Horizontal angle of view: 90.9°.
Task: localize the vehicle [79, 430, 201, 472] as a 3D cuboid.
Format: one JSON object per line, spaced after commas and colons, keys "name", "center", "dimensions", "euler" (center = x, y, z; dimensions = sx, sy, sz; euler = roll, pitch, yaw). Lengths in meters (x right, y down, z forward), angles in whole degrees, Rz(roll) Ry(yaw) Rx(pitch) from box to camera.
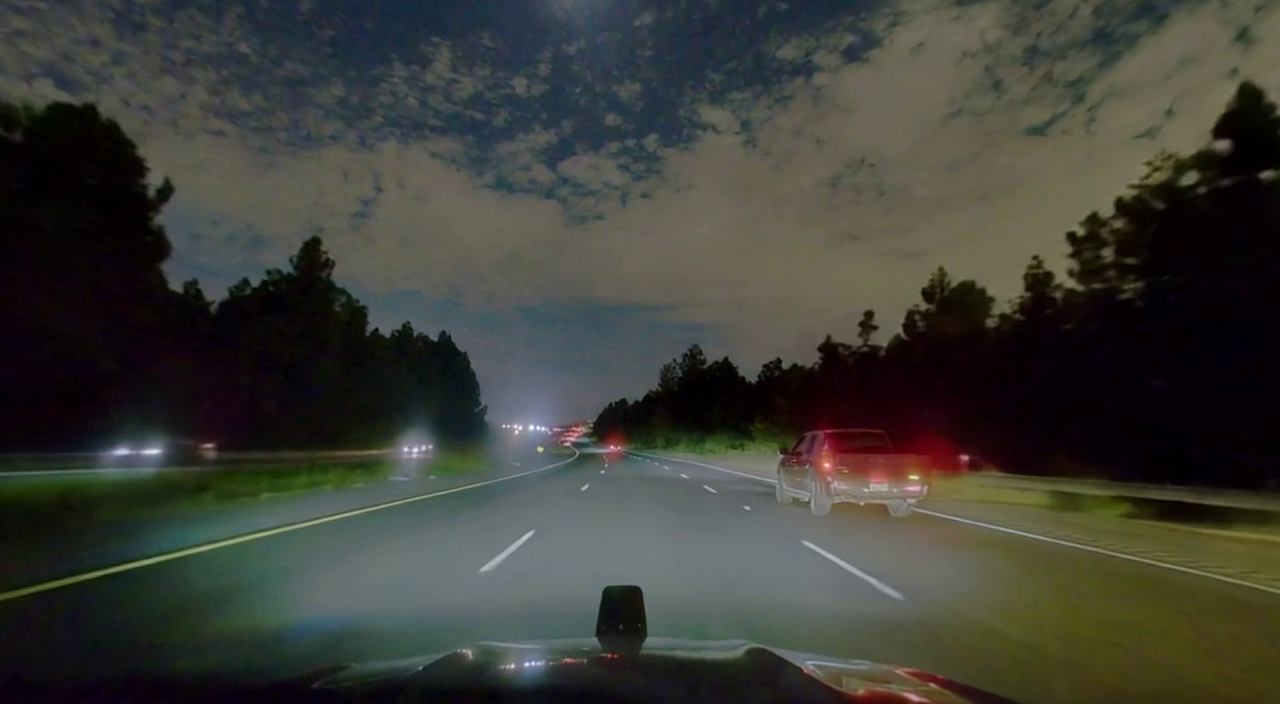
{"name": "vehicle", "center": [-22.517, 4.507, 28.638], "dimensions": [2.045, 1.726, 4.284], "euler": [0, -9, -2]}
